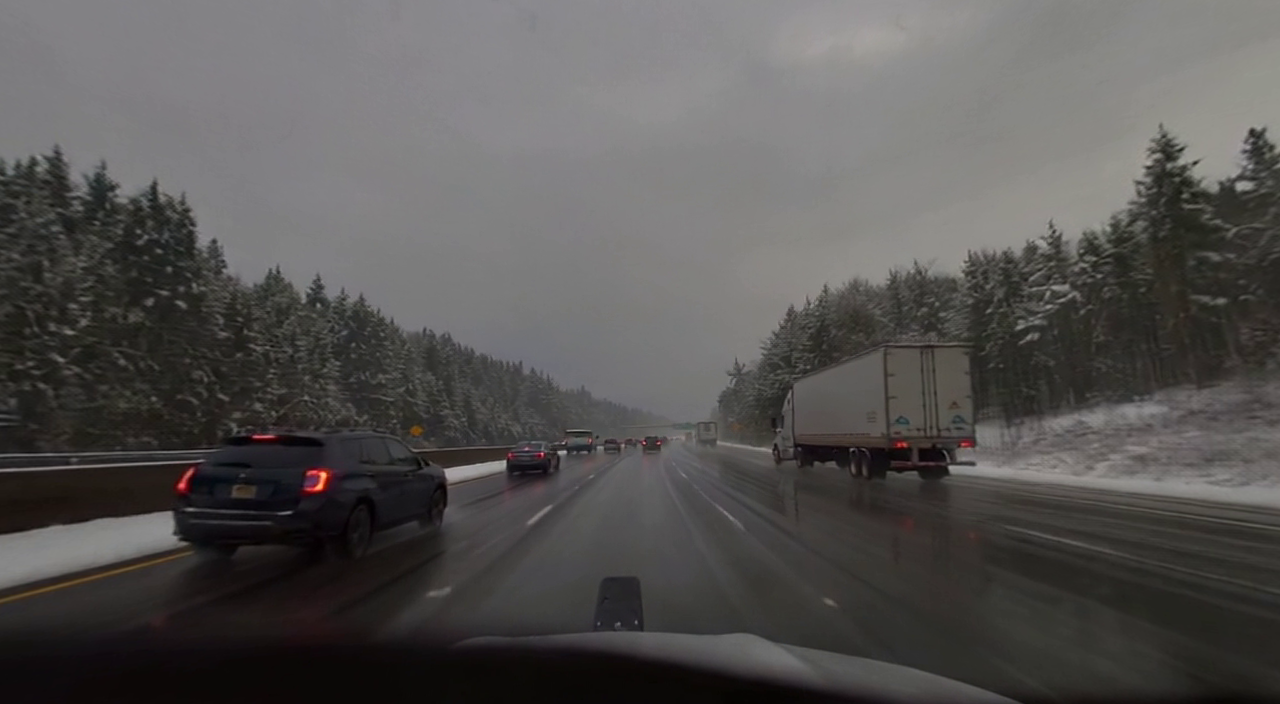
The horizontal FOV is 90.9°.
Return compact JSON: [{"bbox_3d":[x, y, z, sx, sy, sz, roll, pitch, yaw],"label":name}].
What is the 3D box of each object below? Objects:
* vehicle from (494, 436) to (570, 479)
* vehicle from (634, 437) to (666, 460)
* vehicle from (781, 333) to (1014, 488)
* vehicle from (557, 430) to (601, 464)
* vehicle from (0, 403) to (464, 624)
[{"bbox_3d":[-3.912,3.866,23.518,2.013,1.460,4.027,0,-8,1],"label":"vehicle"},{"bbox_3d":[0.614,6.328,41.494,2.004,1.465,3.842,0,-8,0],"label":"vehicle"},{"bbox_3d":[8.312,2.461,23.635,2.866,4.100,14.057,0,-8,0],"label":"vehicle"},{"bbox_3d":[-3.395,5.412,36.020,2.064,1.826,4.263,0,-8,1],"label":"vehicle"},{"bbox_3d":[-3.602,1.474,6.806,2.137,1.618,4.209,0,-8,1],"label":"vehicle"}]
